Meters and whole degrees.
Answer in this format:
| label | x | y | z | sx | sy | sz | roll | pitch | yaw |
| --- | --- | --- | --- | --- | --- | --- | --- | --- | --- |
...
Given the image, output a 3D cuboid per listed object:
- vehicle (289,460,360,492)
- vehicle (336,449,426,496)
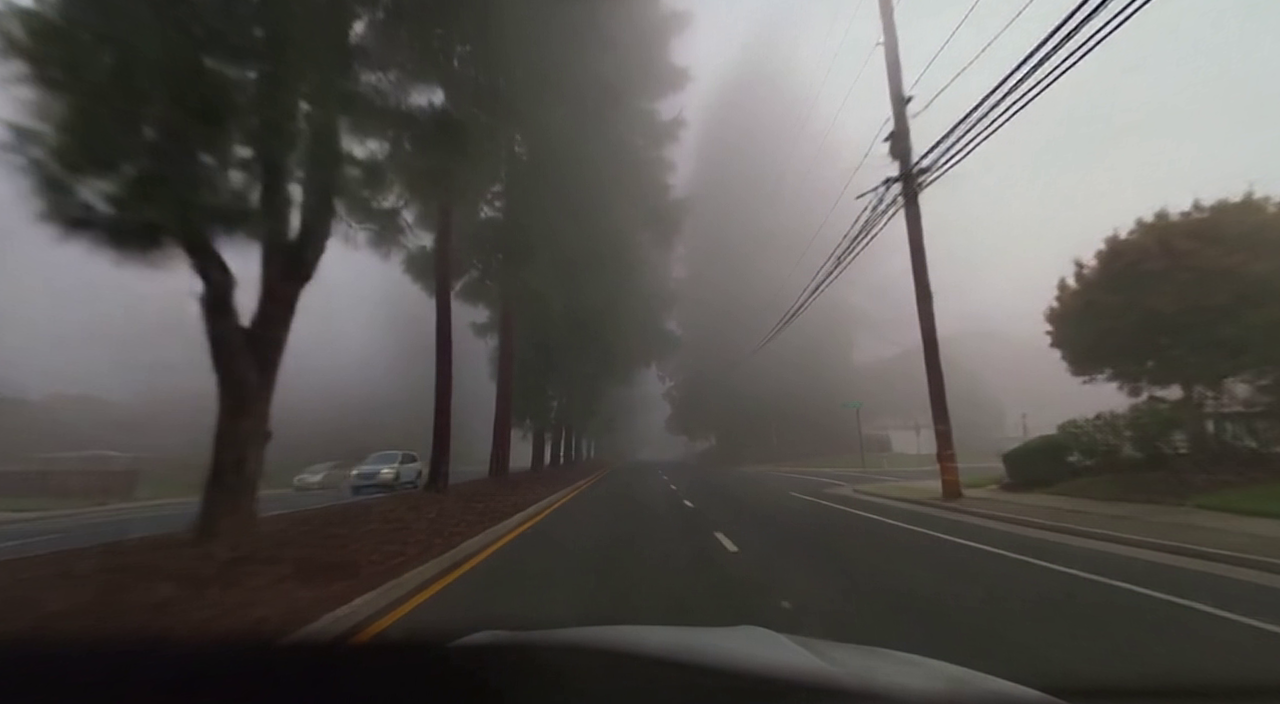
| label | x | y | z | sx | sy | sz | roll | pitch | yaw |
| --- | --- | --- | --- | --- | --- | --- | --- | --- | --- |
| vehicle | -19.036 | 7.451 | 38.356 | 1.955 | 1.584 | 4.664 | -4 | -9 | -1 |
| vehicle | -10.376 | 4.825 | 25.693 | 1.933 | 1.709 | 4.063 | 0 | -9 | 0 |
